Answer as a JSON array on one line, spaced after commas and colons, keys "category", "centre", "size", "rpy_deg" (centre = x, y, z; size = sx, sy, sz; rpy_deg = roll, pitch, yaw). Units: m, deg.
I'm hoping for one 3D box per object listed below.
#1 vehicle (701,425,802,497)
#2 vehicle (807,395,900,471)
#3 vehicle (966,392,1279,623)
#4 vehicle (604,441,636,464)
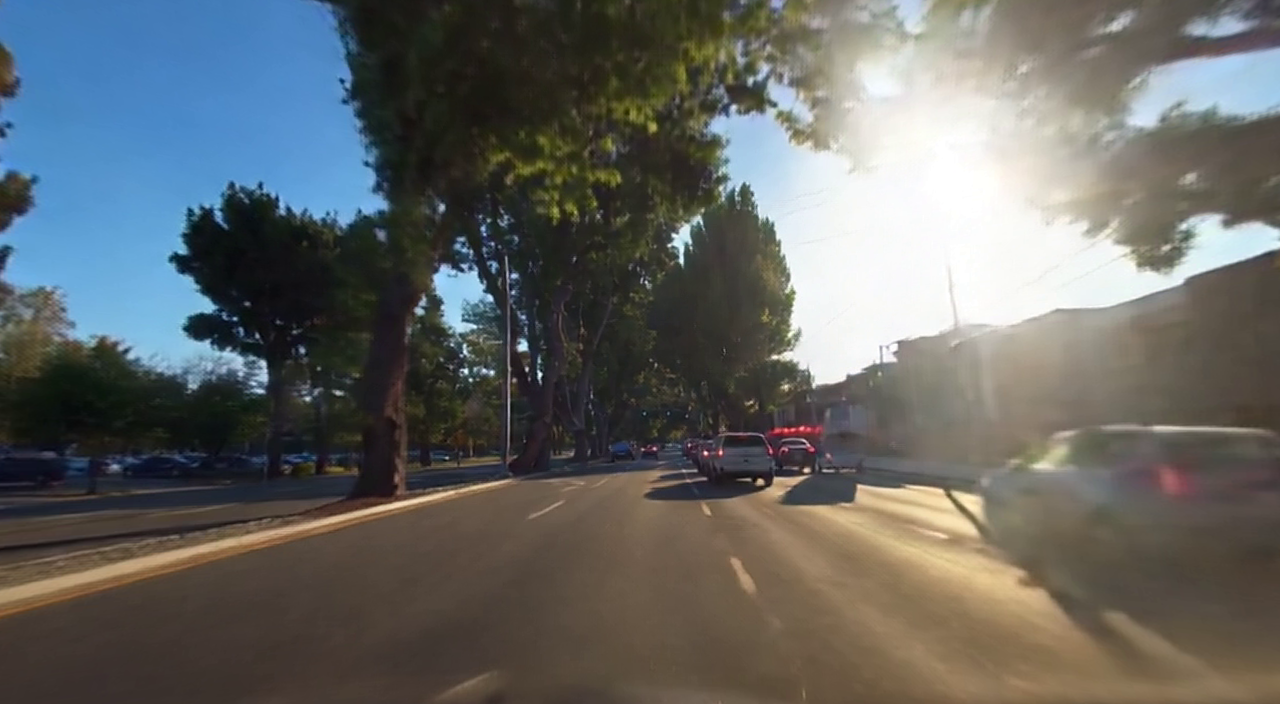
[{"category": "vehicle", "centre": [2.881, 2.948, 17.390], "size": [2.052, 1.693, 4.554], "rpy_deg": [0, -8, 1]}, {"category": "vehicle", "centre": [7.067, 2.776, 21.324], "size": [1.933, 2.309, 3.468], "rpy_deg": [-1, -9, 2]}, {"category": "vehicle", "centre": [5.768, 1.501, 7.046], "size": [1.803, 1.754, 4.480], "rpy_deg": [2, -7, -1]}, {"category": "vehicle", "centre": [-1.460, 7.707, 48.689], "size": [2.083, 1.691, 4.398], "rpy_deg": [-1, -8, 3]}]
